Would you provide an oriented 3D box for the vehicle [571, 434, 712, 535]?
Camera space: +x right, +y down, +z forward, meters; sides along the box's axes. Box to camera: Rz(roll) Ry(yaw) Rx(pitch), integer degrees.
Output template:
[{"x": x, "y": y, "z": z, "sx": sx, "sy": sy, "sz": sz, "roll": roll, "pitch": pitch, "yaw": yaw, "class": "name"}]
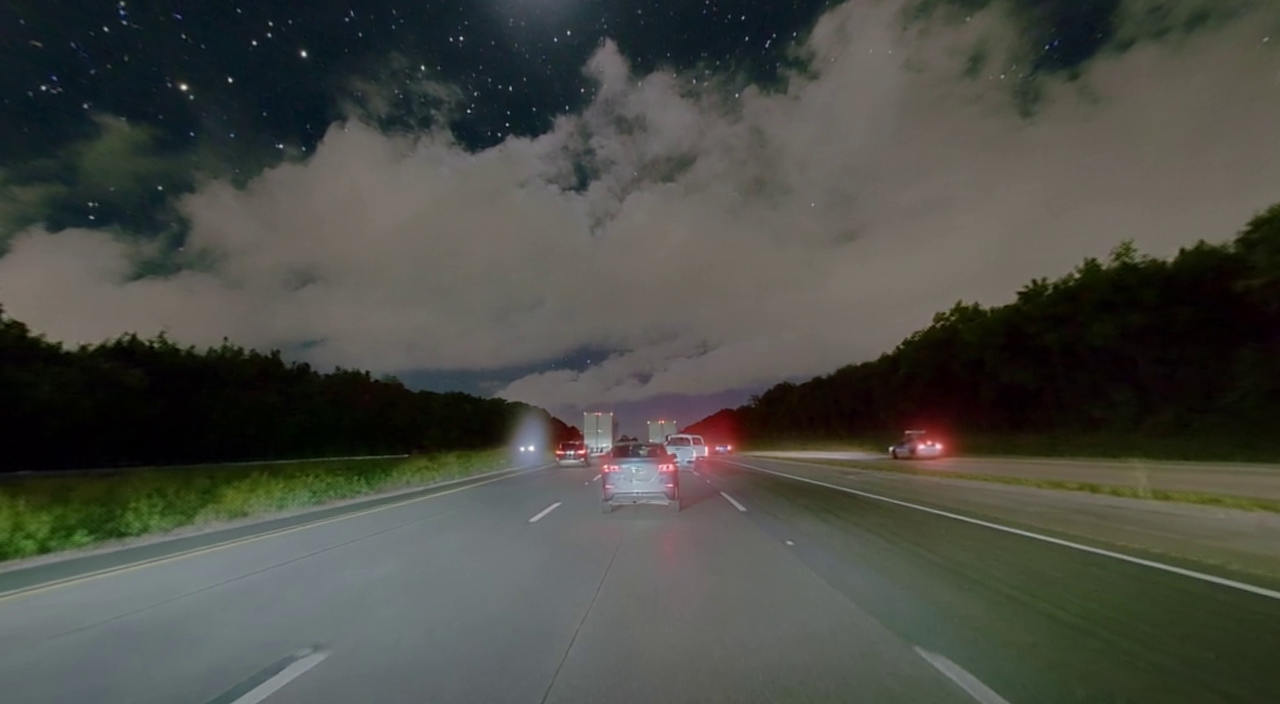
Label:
[{"x": -0.004, "y": 2.257, "z": 11.276, "sx": 2.057, "sy": 1.449, "sz": 3.931, "roll": 0, "pitch": -9, "yaw": -1, "class": "vehicle"}]
